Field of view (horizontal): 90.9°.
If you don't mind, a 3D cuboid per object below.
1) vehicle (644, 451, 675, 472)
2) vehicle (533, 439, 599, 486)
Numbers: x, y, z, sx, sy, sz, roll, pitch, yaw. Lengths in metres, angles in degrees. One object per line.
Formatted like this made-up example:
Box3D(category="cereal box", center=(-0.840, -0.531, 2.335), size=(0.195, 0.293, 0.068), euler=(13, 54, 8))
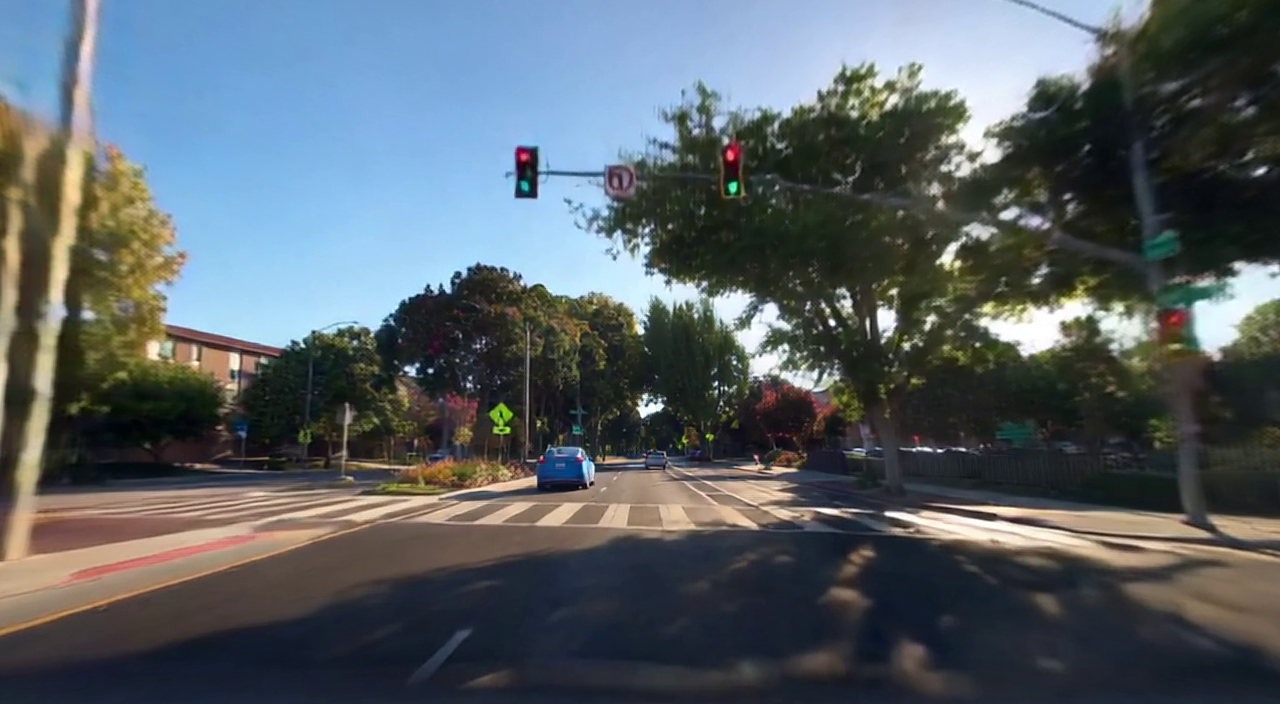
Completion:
Box3D(category="vehicle", center=(1.391, 8.050, 46.582), size=(2.075, 1.480, 3.920), euler=(0, -9, 0))
Box3D(category="vehicle", center=(-3.002, 4.611, 26.592), size=(2.150, 1.812, 4.423), euler=(0, -9, 1))
